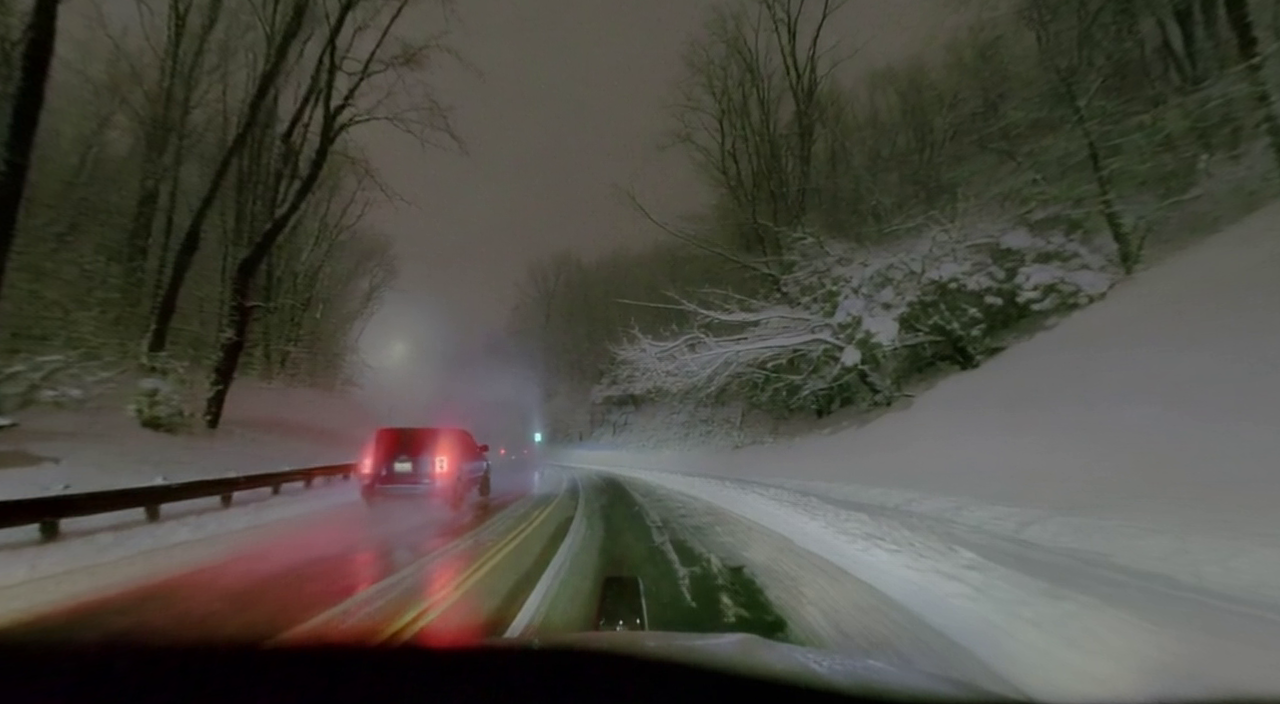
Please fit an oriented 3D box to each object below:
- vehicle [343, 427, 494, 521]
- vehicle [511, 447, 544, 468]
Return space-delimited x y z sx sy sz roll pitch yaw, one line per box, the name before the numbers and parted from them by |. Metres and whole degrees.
vehicle | -5.015 2.806 15.184 2.104 1.851 4.992 0 -8 -4
vehicle | -8.339 7.866 47.205 2.042 1.483 4.288 0 -8 -5
